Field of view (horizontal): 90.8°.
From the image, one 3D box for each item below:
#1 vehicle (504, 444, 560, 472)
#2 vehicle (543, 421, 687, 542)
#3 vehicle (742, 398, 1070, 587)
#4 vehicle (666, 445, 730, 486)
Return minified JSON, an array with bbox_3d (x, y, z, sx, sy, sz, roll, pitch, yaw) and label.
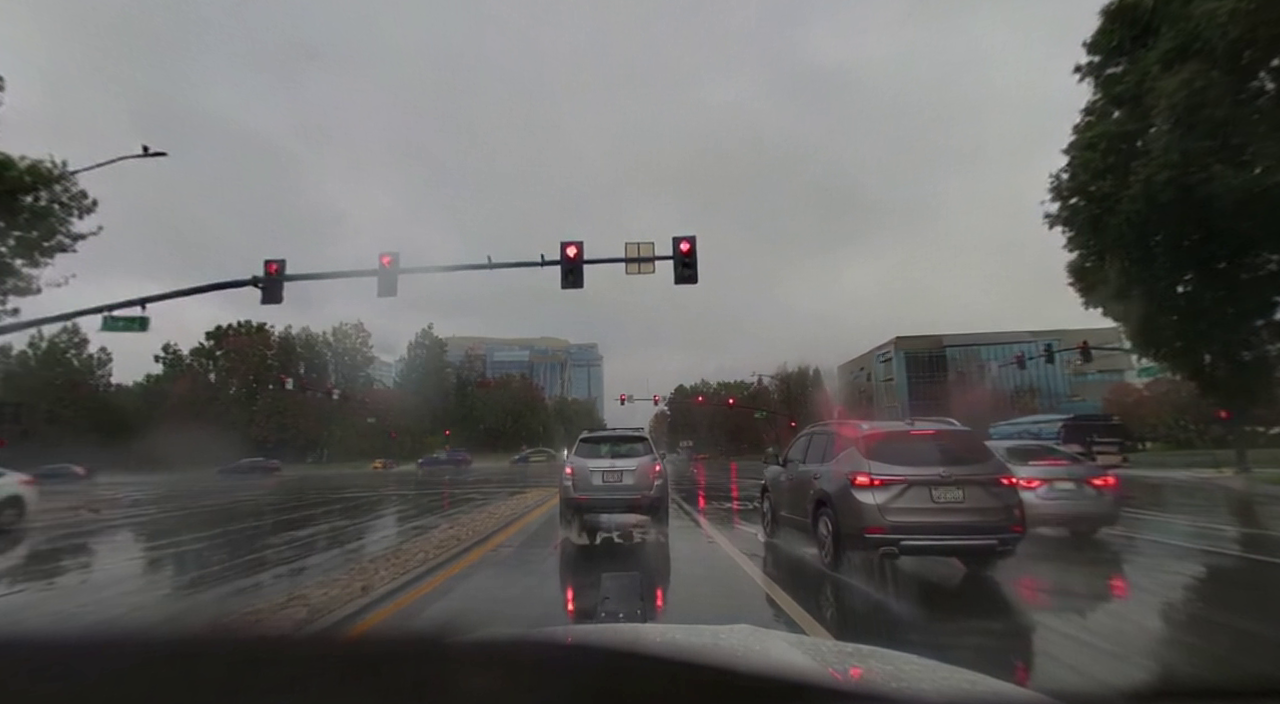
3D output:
[{"bbox_3d":[-7.272,7.044,42.079,2.188,1.712,4.318,5,-10,-31],"label":"vehicle"},{"bbox_3d":[-0.404,2.163,11.130,2.039,1.698,4.144,0,-9,-2],"label":"vehicle"},{"bbox_3d":[2.931,1.678,8.339,2.228,1.798,4.370,0,-9,-3],"label":"vehicle"},{"bbox_3d":[2.193,4.435,25.086,1.900,1.459,4.260,0,-9,-4],"label":"vehicle"}]
